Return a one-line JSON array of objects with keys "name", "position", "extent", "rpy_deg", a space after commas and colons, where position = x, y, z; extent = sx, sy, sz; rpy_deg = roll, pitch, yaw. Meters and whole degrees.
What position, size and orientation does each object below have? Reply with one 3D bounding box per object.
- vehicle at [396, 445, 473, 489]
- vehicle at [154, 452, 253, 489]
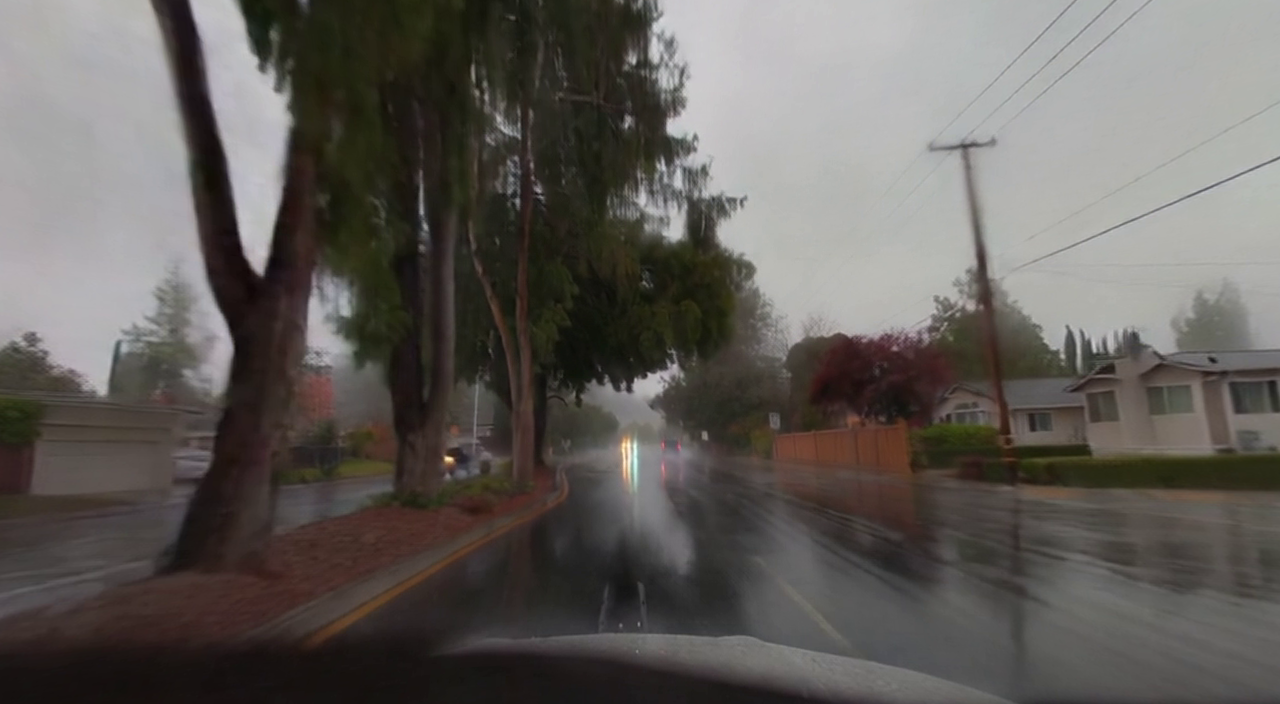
[{"name": "vehicle", "position": [-8.978, 5.011, 27.994], "extent": [1.964, 1.722, 4.403], "rpy_deg": [-1, -8, -1]}, {"name": "vehicle", "position": [-21.737, 5.867, 31.704], "extent": [1.860, 1.663, 4.418], "rpy_deg": [0, -8, -1]}]
